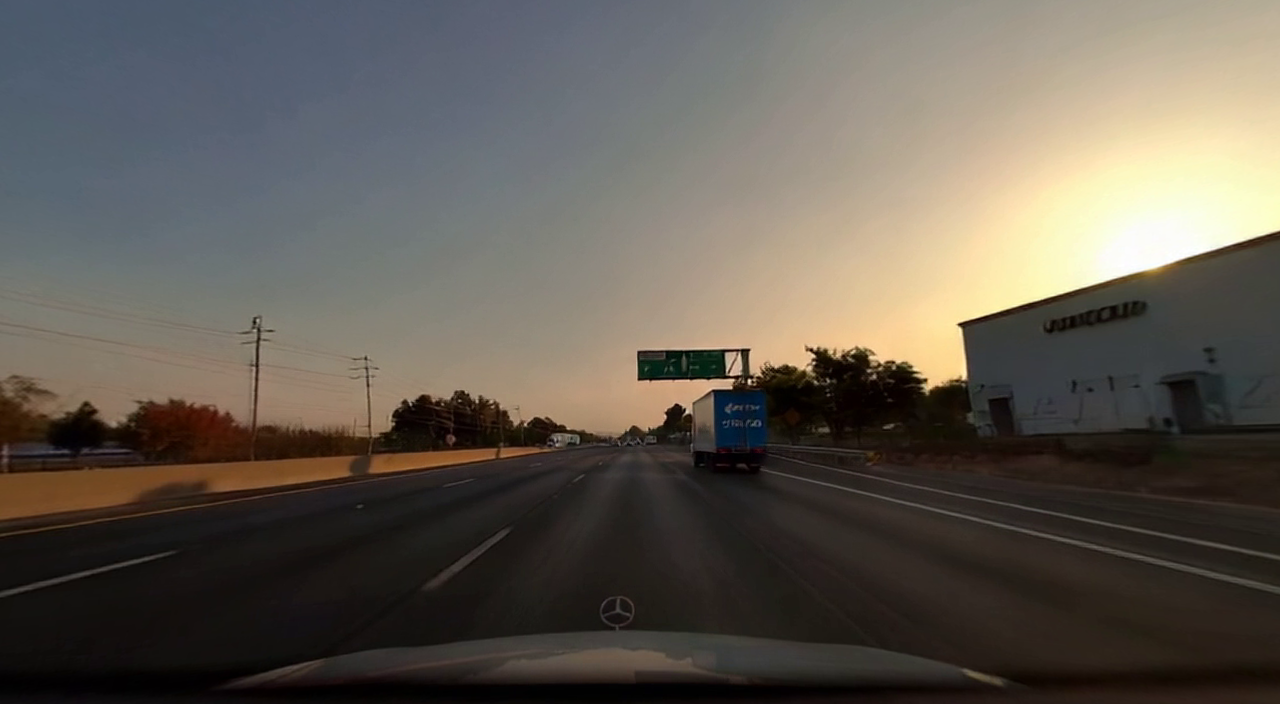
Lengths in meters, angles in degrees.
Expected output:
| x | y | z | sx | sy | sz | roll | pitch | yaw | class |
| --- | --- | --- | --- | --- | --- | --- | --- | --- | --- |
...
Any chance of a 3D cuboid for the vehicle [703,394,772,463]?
| x | y | z | sx | sy | sz | roll | pitch | yaw | class |
| --- | --- | --- | --- | --- | --- | --- | --- | --- | --- |
| 6.565 | 5.724 | 45.533 | 3.469 | 3.986 | 17.065 | -1 | -8 | 4 | vehicle |
